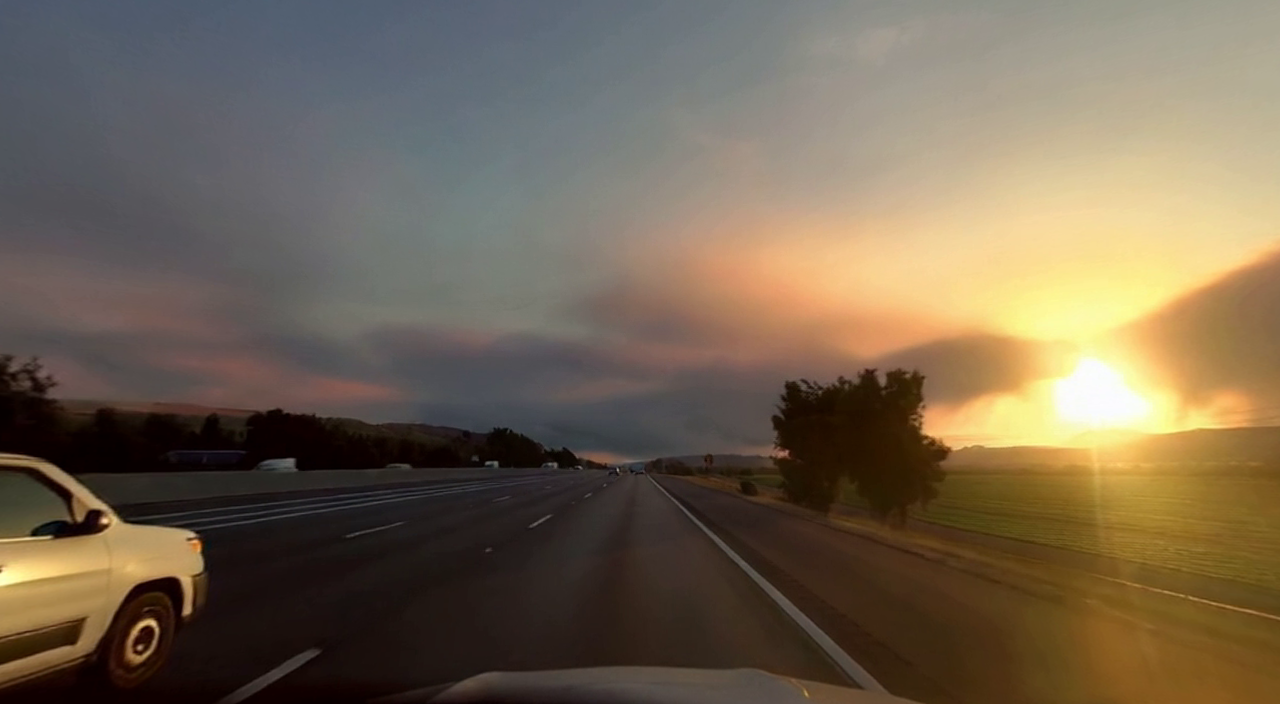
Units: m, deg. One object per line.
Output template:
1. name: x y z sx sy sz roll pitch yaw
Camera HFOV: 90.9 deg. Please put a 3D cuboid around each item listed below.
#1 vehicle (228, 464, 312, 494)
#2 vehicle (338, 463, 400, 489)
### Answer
1. vehicle: -19.186 6.608 32.919 1.829 1.409 4.202 1 -11 0
2. vehicle: -16.006 7.351 37.420 1.869 1.425 4.143 1 -11 -1
